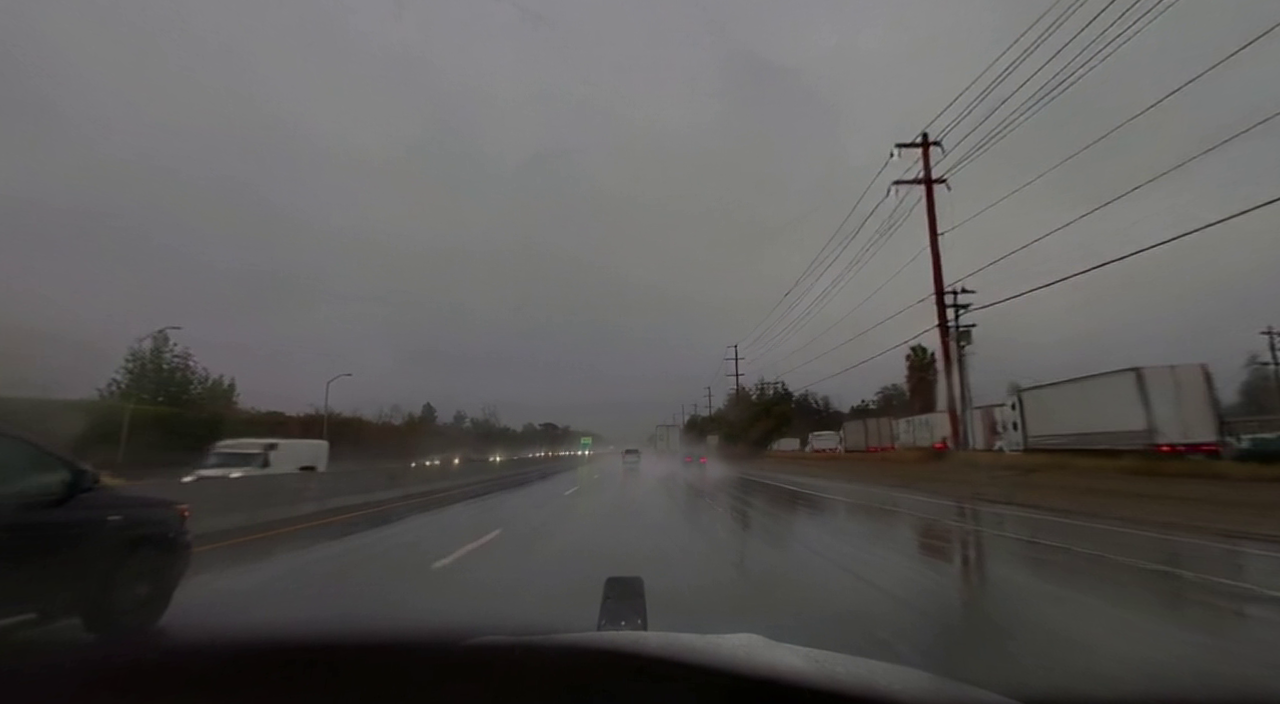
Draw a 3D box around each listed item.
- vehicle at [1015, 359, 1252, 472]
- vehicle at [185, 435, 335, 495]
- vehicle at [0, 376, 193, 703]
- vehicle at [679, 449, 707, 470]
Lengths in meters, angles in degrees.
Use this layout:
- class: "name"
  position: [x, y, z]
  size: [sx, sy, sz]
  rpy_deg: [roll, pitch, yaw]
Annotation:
- class: "vehicle"
  position: [22.786, 3.274, 30.398]
  size: [2.948, 4.403, 10.315]
  rpy_deg: [-3, -9, 1]
- class: "vehicle"
  position: [-12.491, 3.754, 21.208]
  size: [2.097, 1.747, 4.775]
  rpy_deg: [0, -9, -1]
- class: "vehicle"
  position: [-4.198, 0.821, 2.077]
  size: [2.018, 1.710, 4.649]
  rpy_deg: [0, -9, 0]
- class: "vehicle"
  position: [3.997, 8.129, 47.839]
  size: [1.779, 1.512, 3.517]
  rpy_deg: [0, -9, 0]
